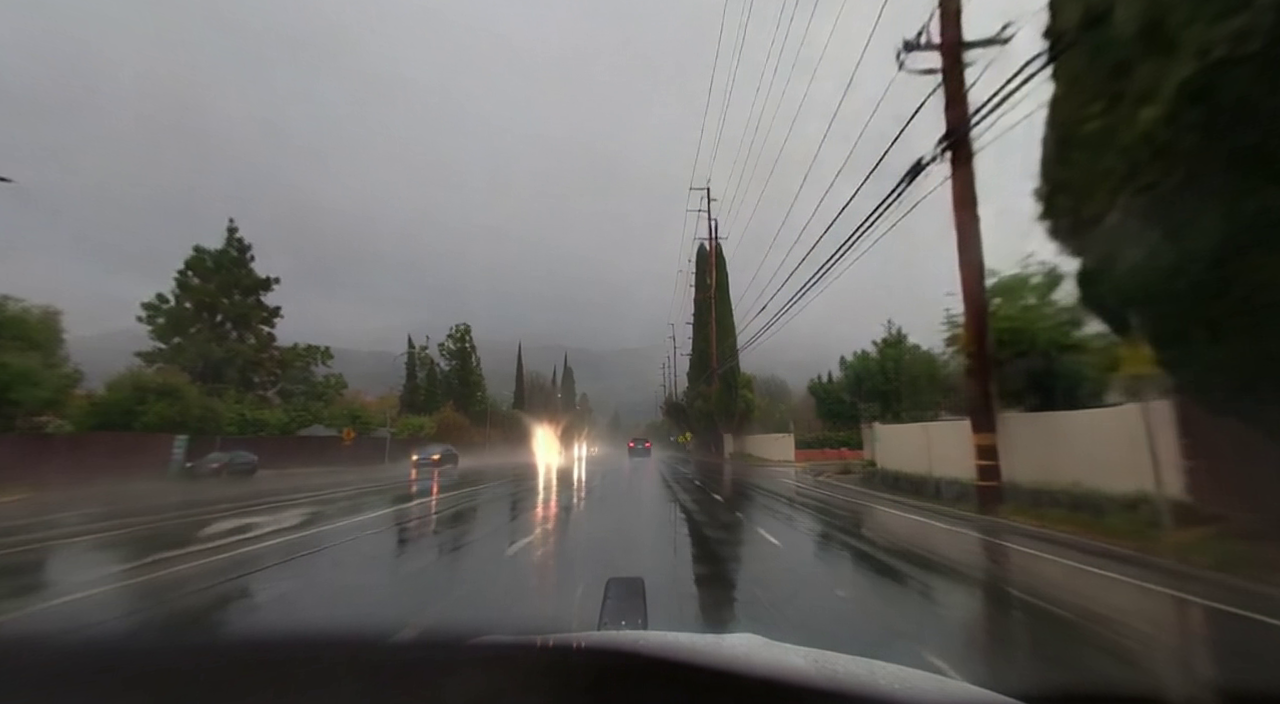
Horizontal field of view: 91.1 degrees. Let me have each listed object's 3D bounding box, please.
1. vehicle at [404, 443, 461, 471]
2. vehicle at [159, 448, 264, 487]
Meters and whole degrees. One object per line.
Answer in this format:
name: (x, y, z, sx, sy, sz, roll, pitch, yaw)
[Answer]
vehicle: (-13.355, 6.780, 40.754, 2.120, 1.696, 4.403, 0, -8, 1)
vehicle: (-21.693, 5.787, 31.804, 4.600, 1.809, 2.153, -3, -9, 23)
